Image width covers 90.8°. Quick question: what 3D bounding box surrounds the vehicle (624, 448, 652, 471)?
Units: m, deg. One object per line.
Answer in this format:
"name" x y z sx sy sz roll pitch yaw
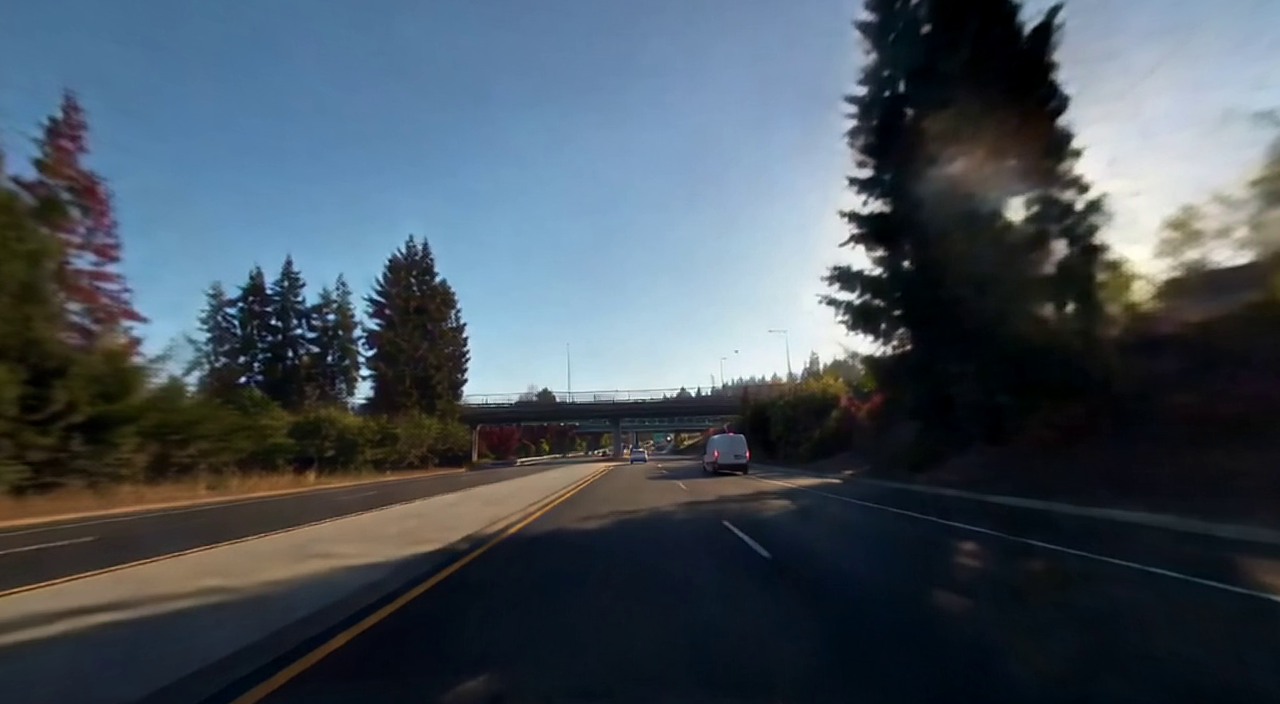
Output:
"vehicle" -0.145 8.022 47.285 2.013 1.584 3.995 0 -9 1

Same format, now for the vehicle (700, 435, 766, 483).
"vehicle" 4.108 4.878 28.940 2.152 1.998 5.380 0 -9 -1
